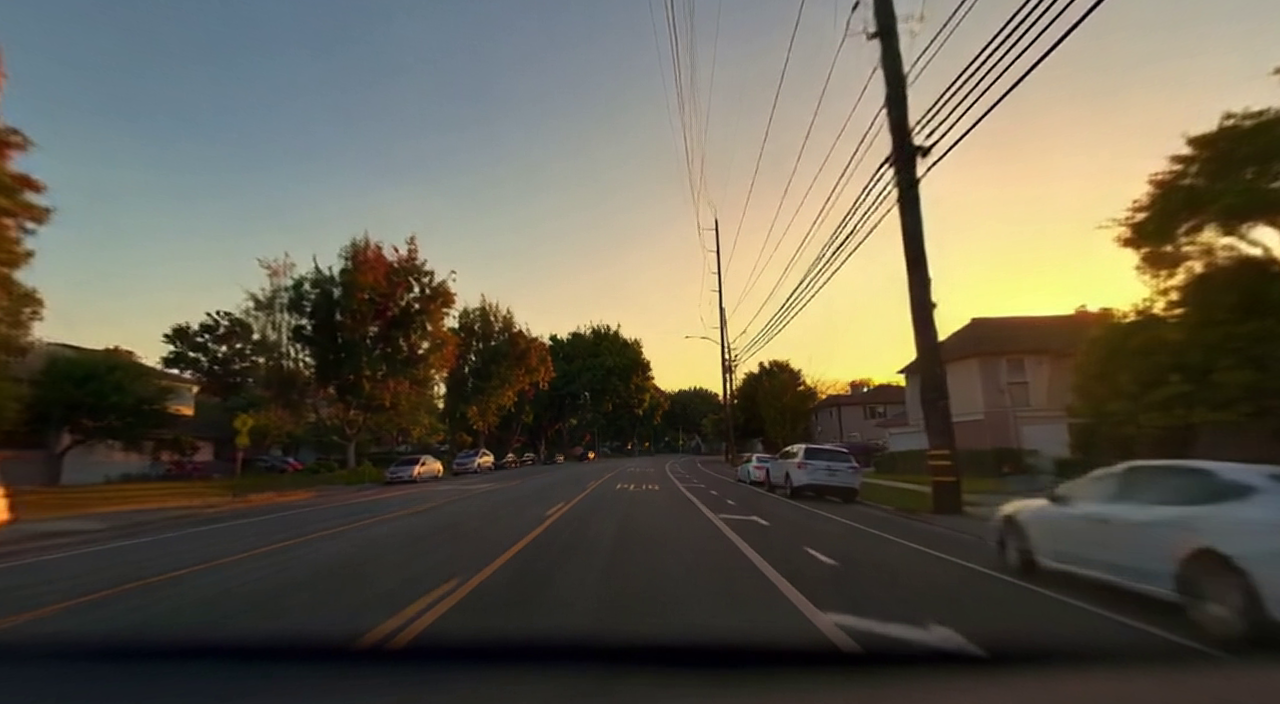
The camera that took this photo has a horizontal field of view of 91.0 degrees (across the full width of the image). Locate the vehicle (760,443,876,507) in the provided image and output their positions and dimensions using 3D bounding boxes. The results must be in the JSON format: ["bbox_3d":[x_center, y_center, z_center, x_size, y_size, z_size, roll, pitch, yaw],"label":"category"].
[{"bbox_3d":[5.127,3.587,19.001,2.009,1.649,5.156,0,-9,0],"label":"vehicle"}]

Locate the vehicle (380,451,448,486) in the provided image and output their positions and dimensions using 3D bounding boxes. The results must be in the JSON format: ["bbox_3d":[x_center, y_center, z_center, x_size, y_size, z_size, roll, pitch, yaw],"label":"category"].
[{"bbox_3d":[-12.055,6.242,33.906,1.907,1.612,4.594,-3,-10,1],"label":"vehicle"}]

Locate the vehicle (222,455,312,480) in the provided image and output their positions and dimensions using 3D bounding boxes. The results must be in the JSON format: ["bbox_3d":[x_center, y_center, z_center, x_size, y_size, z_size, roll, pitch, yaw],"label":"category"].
[{"bbox_3d":[-23.234,7.178,39.283,4.326,1.468,2.025,0,-9,2],"label":"vehicle"}]

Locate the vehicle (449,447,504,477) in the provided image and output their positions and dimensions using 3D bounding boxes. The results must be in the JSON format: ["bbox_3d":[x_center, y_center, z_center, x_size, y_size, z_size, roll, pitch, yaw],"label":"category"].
[{"bbox_3d":[-11.563,7.788,44.945,2.225,1.887,5.672,-3,-9,3],"label":"vehicle"}]

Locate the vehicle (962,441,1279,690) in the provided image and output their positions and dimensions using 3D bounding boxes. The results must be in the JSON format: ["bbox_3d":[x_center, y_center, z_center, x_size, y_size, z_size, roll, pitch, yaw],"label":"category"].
[{"bbox_3d":[4.981,1.580,5.587,1.978,1.529,4.357,0,-8,1],"label":"vehicle"}]
